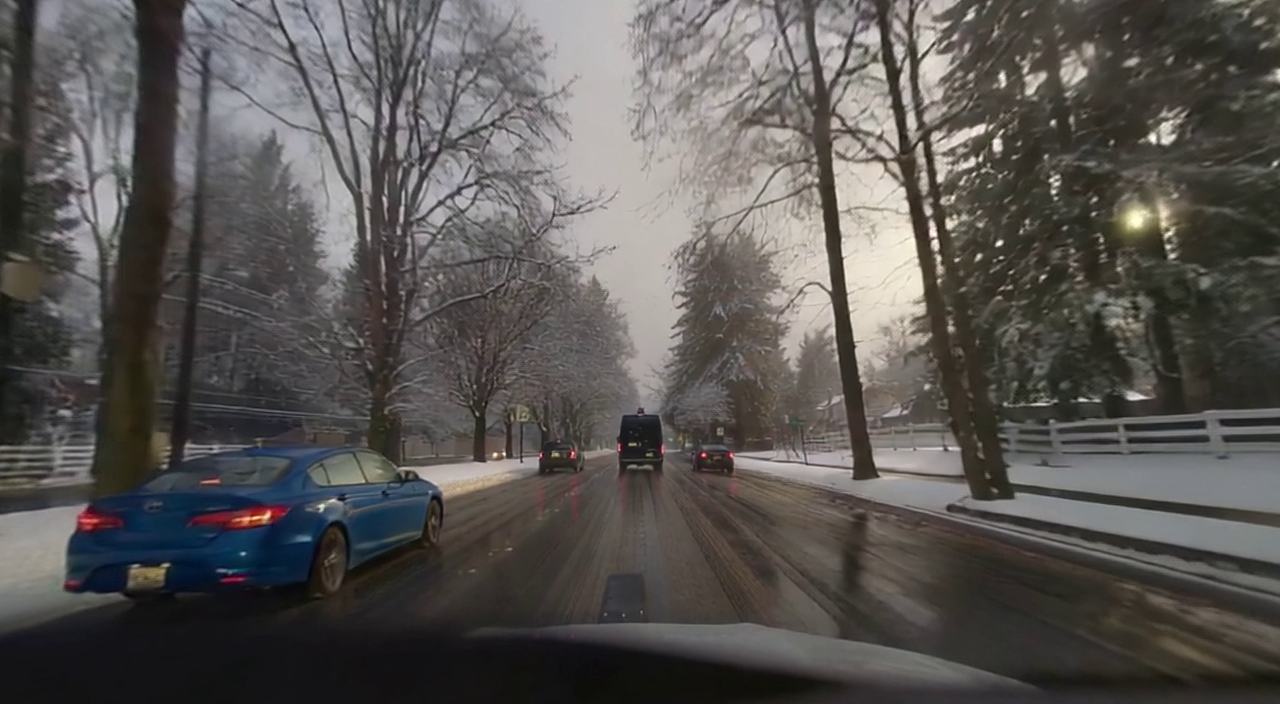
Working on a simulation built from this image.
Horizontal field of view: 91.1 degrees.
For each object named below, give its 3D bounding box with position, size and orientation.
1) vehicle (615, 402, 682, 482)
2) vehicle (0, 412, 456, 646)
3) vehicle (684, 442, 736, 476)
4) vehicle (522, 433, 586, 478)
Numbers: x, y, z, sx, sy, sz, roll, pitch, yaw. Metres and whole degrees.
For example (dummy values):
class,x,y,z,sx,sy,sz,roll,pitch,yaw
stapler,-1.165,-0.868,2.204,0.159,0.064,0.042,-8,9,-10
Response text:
class,x,y,z,sx,sy,sz,roll,pitch,yaw
vehicle,0.186,3.546,24.756,2.311,2.726,5.814,1,-8,-2
vehicle,-3.618,1.475,6.410,2.036,1.474,4.647,1,-8,0
vehicle,3.243,5.045,29.889,1.945,1.469,4.258,1,-8,-1
vehicle,-3.527,4.329,26.469,2.021,1.715,4.329,0,-8,1
